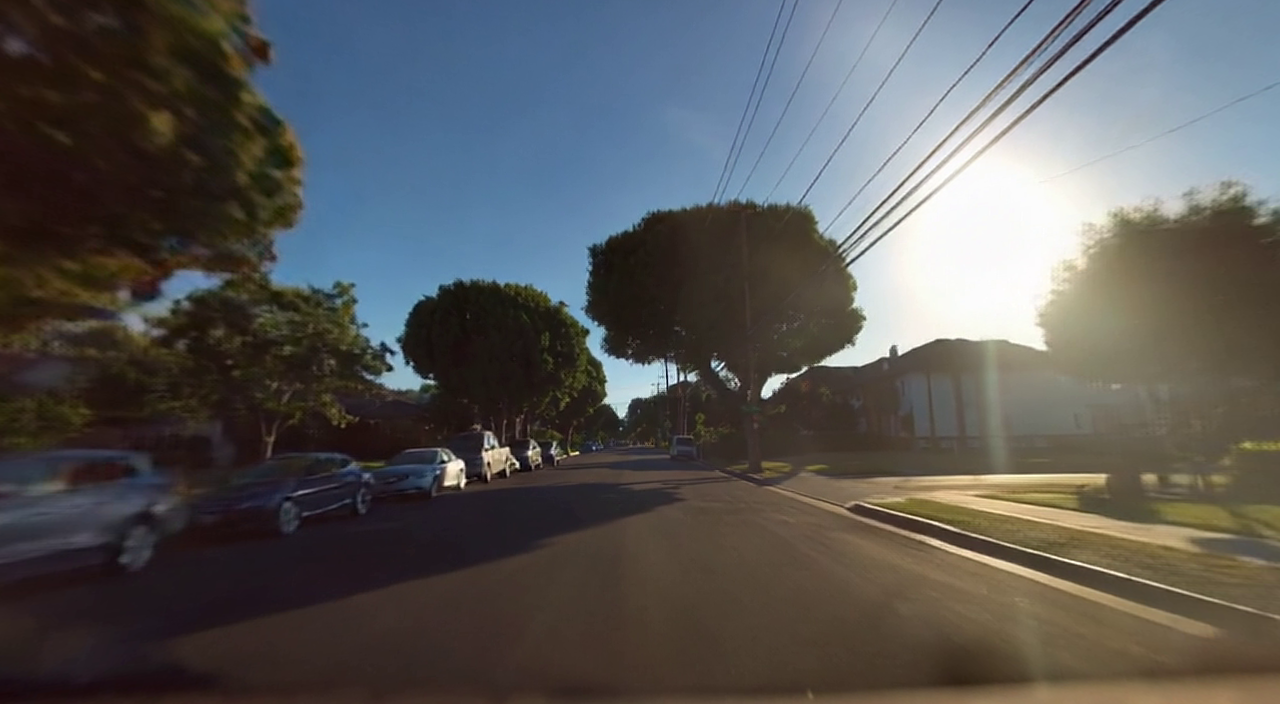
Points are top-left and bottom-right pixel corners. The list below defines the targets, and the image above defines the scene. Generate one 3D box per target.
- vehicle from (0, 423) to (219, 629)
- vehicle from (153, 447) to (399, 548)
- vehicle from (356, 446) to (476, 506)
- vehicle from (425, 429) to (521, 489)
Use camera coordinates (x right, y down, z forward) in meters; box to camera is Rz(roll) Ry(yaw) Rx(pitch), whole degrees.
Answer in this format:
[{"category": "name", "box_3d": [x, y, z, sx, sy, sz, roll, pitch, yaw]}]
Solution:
[{"category": "vehicle", "box_3d": [-6.244, 1.495, 5.634, 1.848, 1.698, 4.482, 0, -8, 0]}, {"category": "vehicle", "box_3d": [-6.263, 2.496, 11.636, 1.816, 1.460, 4.542, 0, -8, 0]}, {"category": "vehicle", "box_3d": [-6.164, 3.415, 17.932, 1.890, 1.453, 4.430, 0, -8, -2]}, {"category": "vehicle", "box_3d": [-6.251, 4.085, 24.436, 2.222, 2.022, 5.547, 0, -8, 0]}]
